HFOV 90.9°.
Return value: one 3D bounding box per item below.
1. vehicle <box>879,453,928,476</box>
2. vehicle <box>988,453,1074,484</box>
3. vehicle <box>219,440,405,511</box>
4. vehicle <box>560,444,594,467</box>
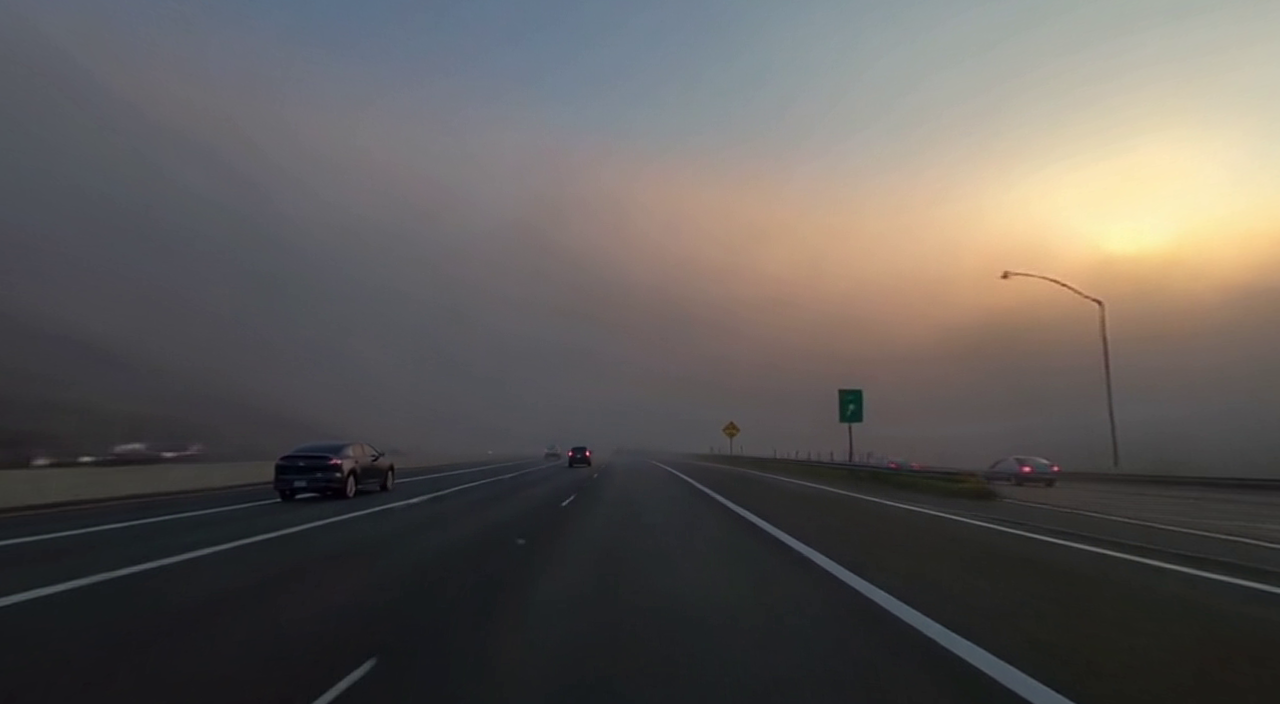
[{"bbox_3d":[18.807,8.015,45.223,2.005,1.478,4.056,-1,-8,4],"label":"vehicle"},{"bbox_3d":[20.573,6.120,33.418,1.950,1.462,4.391,-1,-8,4],"label":"vehicle"},{"bbox_3d":[-7.654,2.901,15.403,2.038,1.463,4.656,0,-8,0],"label":"vehicle"},{"bbox_3d":[-4.189,6.963,42.621,1.936,1.465,4.060,0,-8,-1],"label":"vehicle"}]
